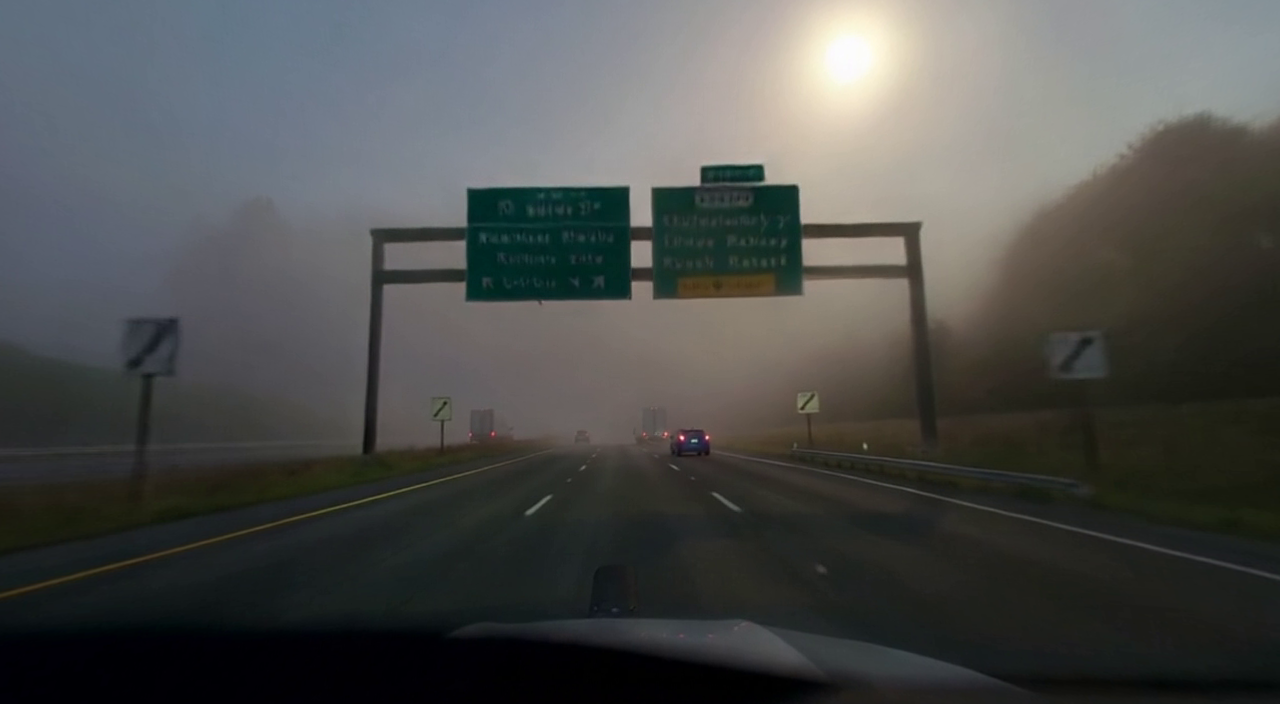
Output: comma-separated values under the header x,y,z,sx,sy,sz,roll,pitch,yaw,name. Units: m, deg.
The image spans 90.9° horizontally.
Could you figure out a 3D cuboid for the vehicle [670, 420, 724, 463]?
x,y,z,sx,sy,sz,roll,pitch,yaw,name
2.645,4.289,30.438,2.076,1.914,4.287,0,-8,-2,vehicle
